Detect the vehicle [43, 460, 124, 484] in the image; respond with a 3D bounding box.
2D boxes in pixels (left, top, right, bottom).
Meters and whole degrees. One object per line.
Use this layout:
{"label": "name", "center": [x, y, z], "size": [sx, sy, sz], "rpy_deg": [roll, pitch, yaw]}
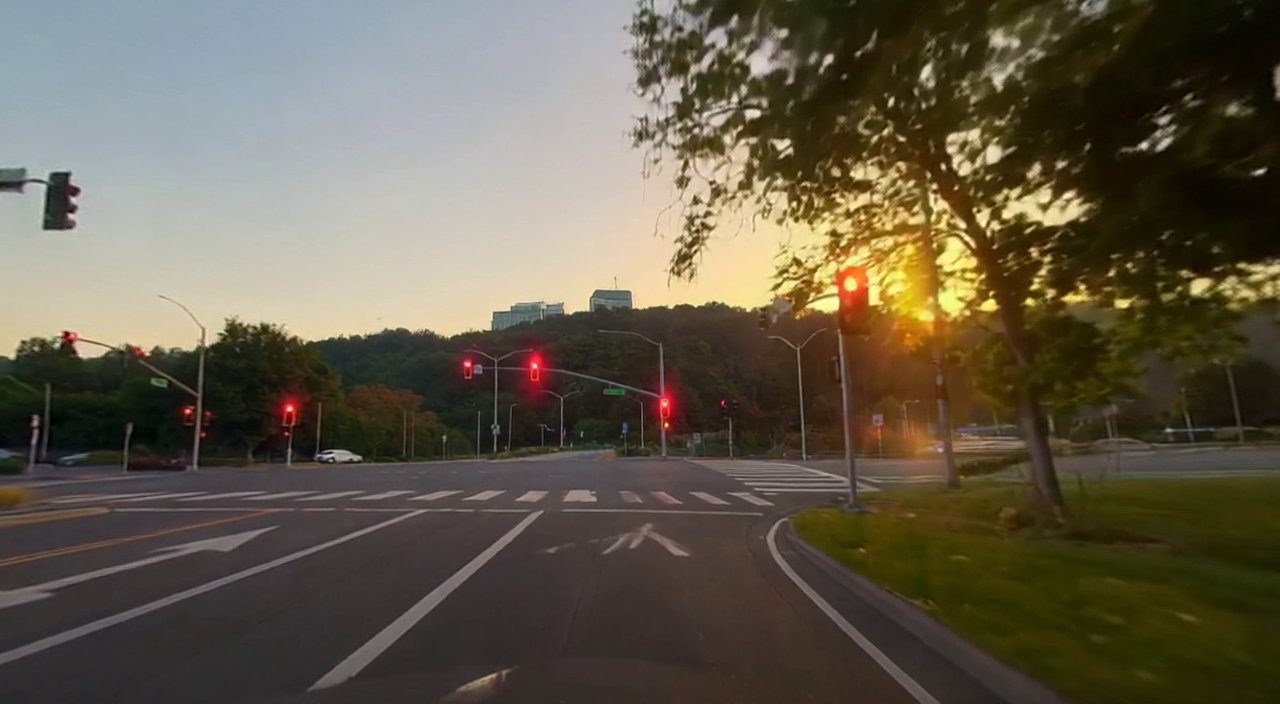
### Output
{"label": "vehicle", "center": [-36.860, 7.953, 41.768], "size": [3.748, 1.389, 1.656], "rpy_deg": [-1, -7, -1]}
